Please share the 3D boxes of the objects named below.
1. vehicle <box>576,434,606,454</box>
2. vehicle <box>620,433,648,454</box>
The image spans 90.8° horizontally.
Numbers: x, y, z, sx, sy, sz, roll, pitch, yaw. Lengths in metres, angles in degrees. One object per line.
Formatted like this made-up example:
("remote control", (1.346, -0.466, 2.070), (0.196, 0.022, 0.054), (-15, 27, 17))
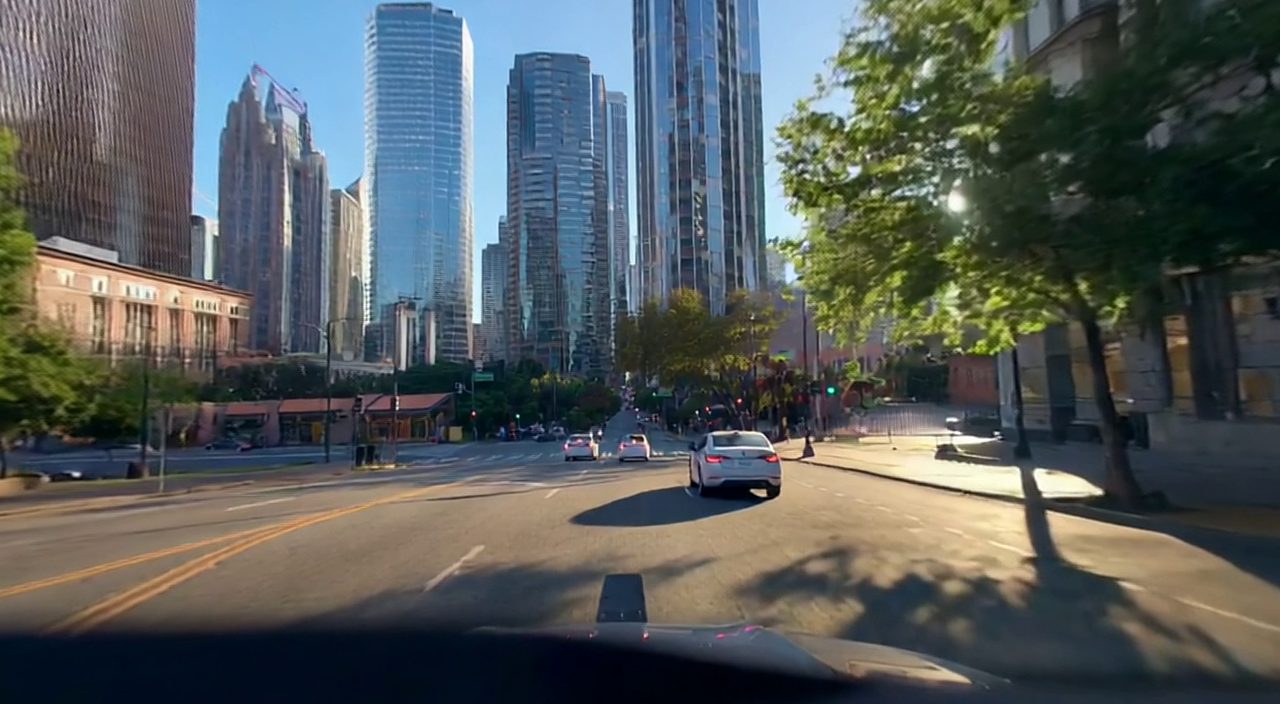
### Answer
("vehicle", (-3.672, 6.966, 48.107), (1.995, 1.479, 4.627), (0, -7, -1))
("vehicle", (-0.449, 6.766, 47.063), (2.016, 1.478, 3.795), (0, -7, 0))
